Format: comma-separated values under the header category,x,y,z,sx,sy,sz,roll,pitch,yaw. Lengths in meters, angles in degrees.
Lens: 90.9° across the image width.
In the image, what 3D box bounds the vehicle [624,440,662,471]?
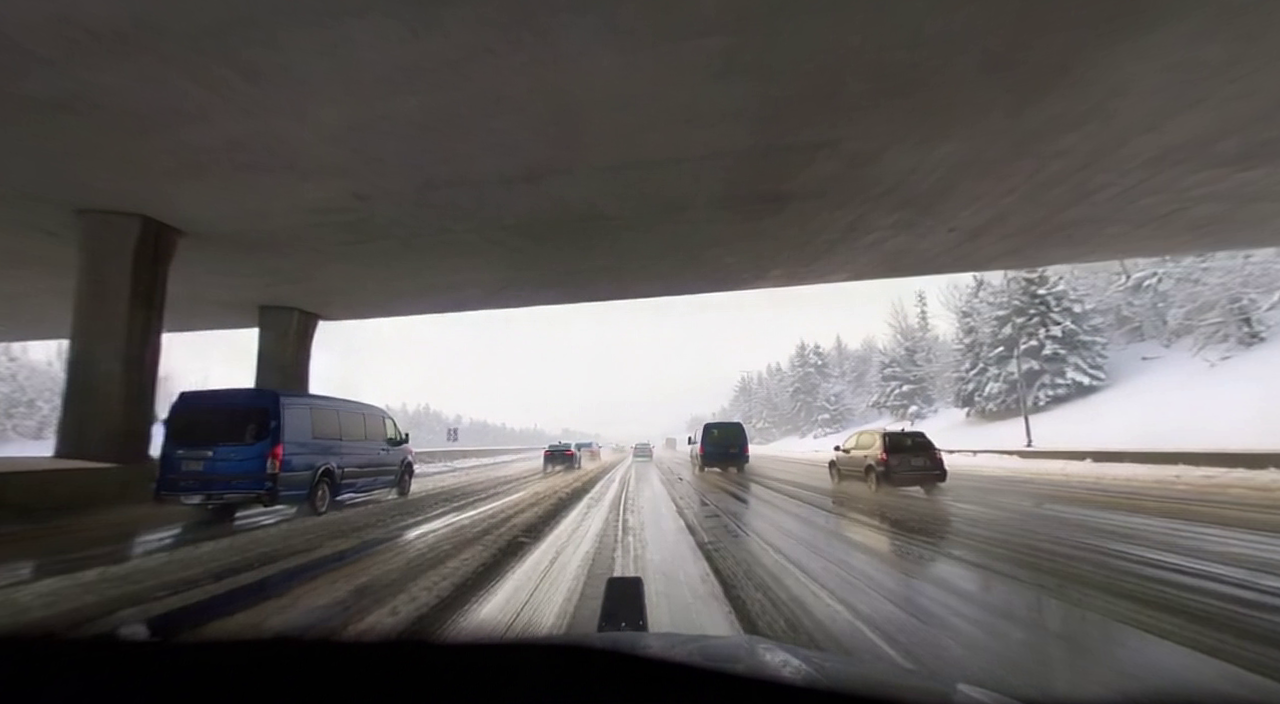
category,x,y,z,sx,sy,sz,roll,pitch,yaw
vehicle,0.163,5.940,36.404,2.115,1.617,4.102,0,-8,0

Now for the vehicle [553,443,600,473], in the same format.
category,x,y,z,sx,sy,sz,roll,pitch,yaw
vehicle,-3.262,5.549,33.283,1.970,1.483,4.071,0,-8,2

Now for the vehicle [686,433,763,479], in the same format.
category,x,y,z,sx,sy,sz,roll,pitch,yaw
vehicle,3.731,4.757,29.221,2.777,1.895,5.710,0,-9,0

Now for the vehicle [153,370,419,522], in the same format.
category,x,y,z,sx,sy,sz,roll,pitch,yaw
vehicle,-7.503,2.160,14.624,2.336,2.708,6.421,0,-9,0

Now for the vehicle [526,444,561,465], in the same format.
category,x,y,z,sx,sy,sz,roll,pitch,yaw
vehicle,-7.381,7.878,48.588,1.961,1.562,4.301,0,-8,1

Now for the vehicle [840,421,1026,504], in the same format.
category,x,y,z,sx,sy,sz,roll,pitch,yaw
vehicle,7.475,2.894,17.020,2.304,1.840,5.706,0,-8,0
